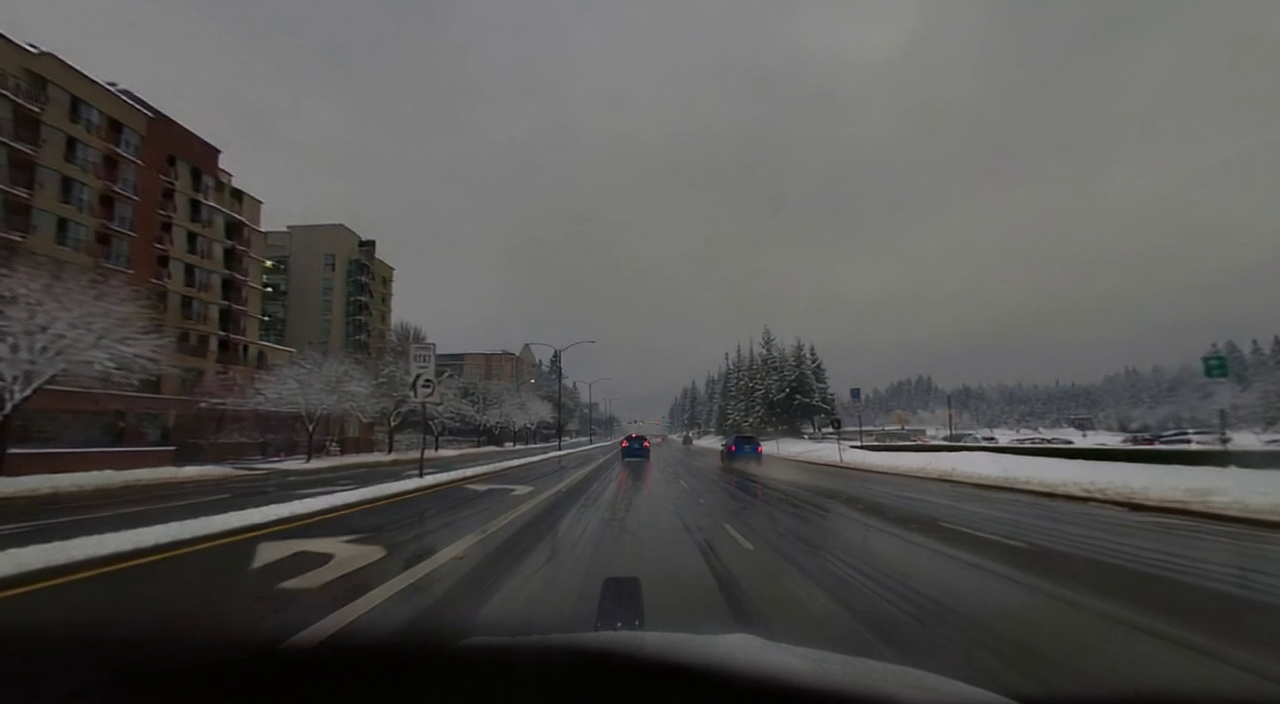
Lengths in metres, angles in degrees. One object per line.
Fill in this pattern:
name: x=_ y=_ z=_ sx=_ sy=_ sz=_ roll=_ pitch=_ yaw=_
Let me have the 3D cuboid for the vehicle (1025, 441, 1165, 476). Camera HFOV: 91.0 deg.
vehicle: x=19.899 y=4.672 z=27.669 sx=4.653 sy=1.438 sz=1.939 roll=0 pitch=-9 yaw=-2

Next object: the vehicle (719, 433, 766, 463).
vehicle: x=6.651 y=6.299 z=41.257 sx=2.136 sy=1.799 sz=4.796 roll=1 pitch=-9 yaw=-2
